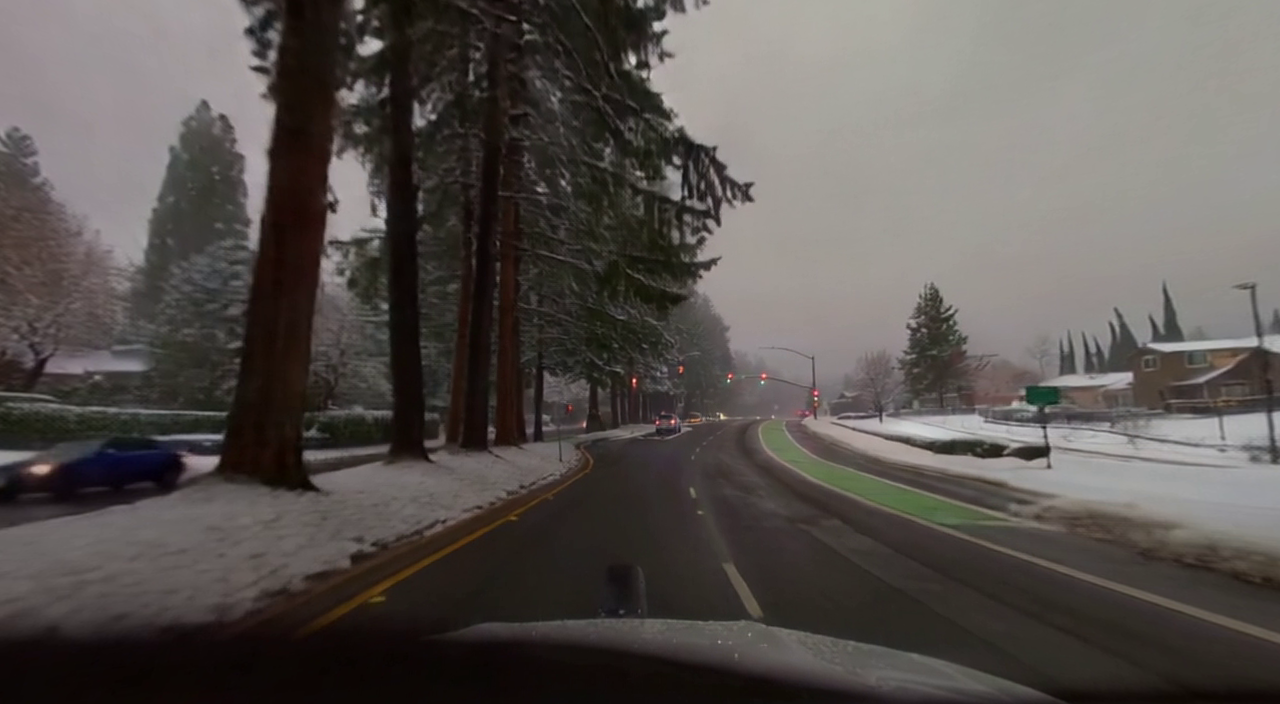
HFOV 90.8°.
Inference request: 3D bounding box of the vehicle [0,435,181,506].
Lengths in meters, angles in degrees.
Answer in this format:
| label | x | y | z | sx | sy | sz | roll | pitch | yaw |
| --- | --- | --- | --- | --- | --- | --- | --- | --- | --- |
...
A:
| label | x | y | z | sx | sy | sz | roll | pitch | yaw |
| --- | --- | --- | --- | --- | --- | --- | --- | --- | --- |
| vehicle | -14.202 | 2.917 | 15.884 | 1.903 | 1.504 | 4.346 | -3 | -9 | 3 |
